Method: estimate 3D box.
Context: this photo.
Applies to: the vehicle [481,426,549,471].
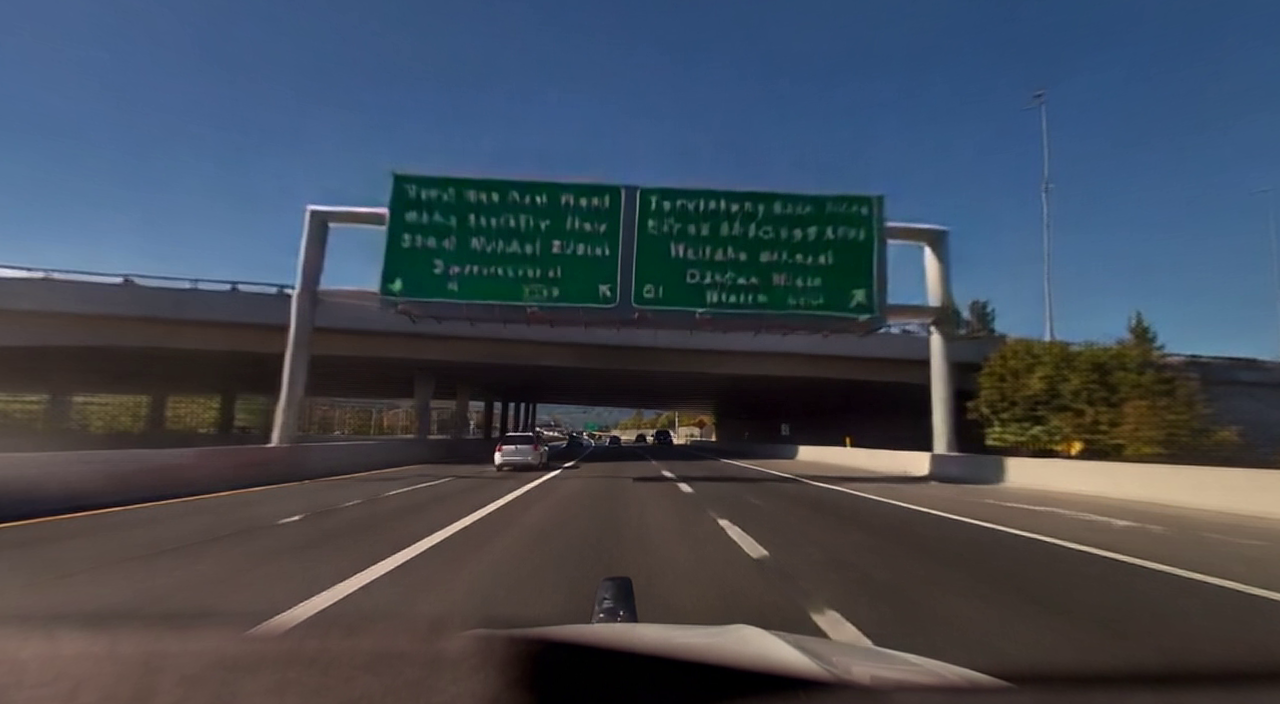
[{"bbox_3d":[-4.653,3.650,24.010,1.878,1.548,3.966,0,-8,-2],"label":"vehicle"}]
